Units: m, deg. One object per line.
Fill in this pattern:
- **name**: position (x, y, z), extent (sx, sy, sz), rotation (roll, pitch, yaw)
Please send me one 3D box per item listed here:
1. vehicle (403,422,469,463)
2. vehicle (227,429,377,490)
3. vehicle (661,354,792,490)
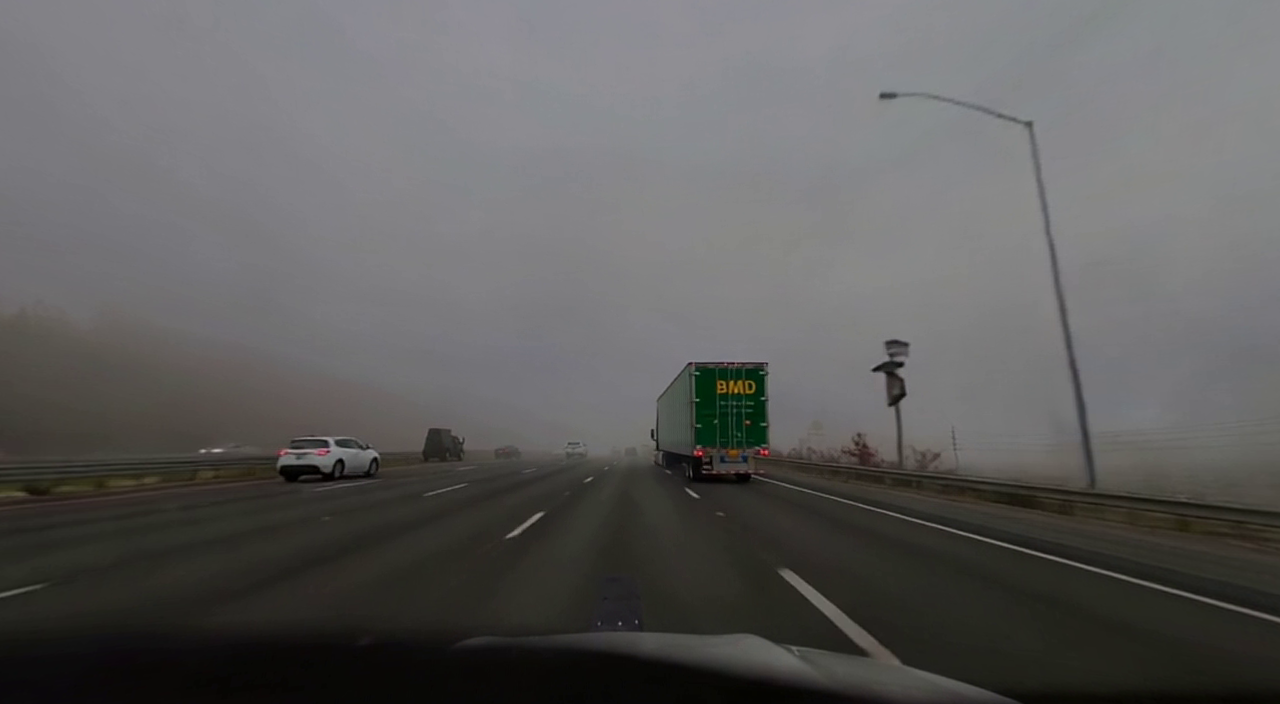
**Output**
- **vehicle**: position (-13.690, 6.145, 42.870), extent (2.307, 2.571, 6.260), rotation (0, -8, 1)
- **vehicle**: position (-10.458, 3.358, 20.082), extent (2.045, 1.697, 4.844), rotation (0, -8, 0)
- **vehicle**: position (2.764, 3.107, 25.990), extent (2.891, 3.944, 15.051), rotation (0, -8, -2)
